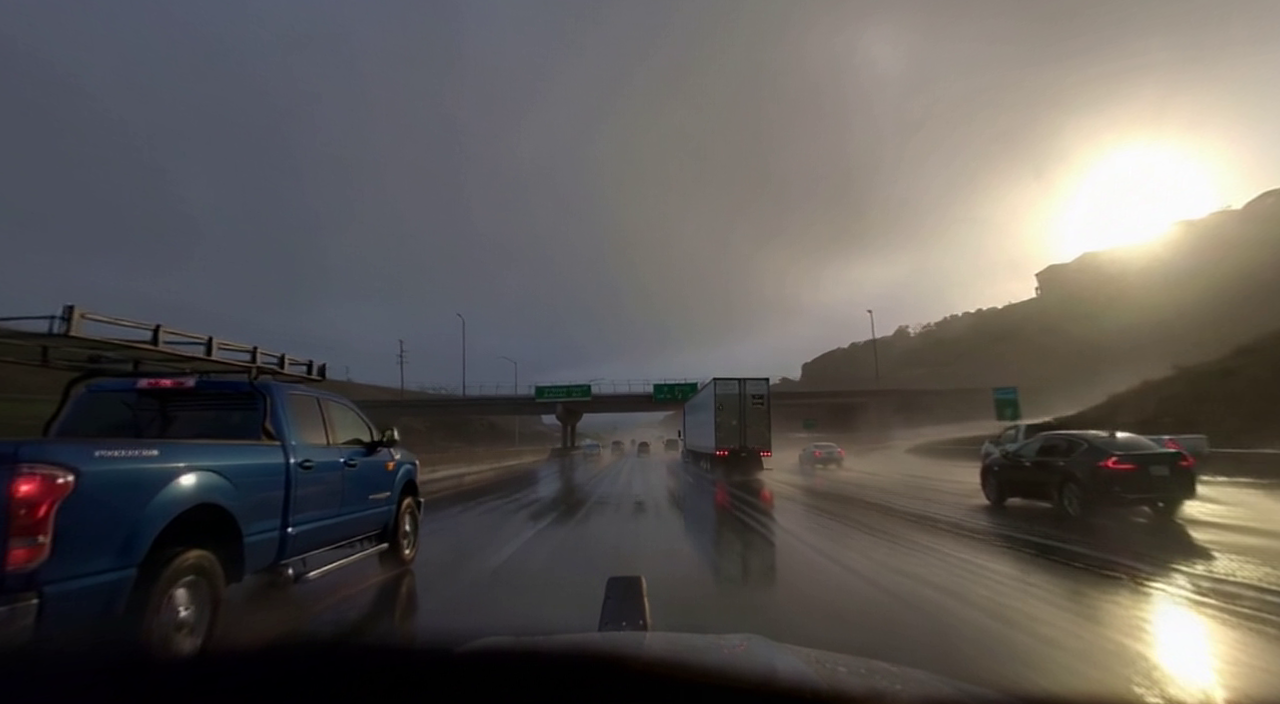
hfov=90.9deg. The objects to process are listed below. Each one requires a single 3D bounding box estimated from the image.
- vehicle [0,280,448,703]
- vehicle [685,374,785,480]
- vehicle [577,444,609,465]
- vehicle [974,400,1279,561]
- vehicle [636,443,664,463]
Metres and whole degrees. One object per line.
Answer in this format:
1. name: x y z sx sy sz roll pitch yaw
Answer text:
1. vehicle: -3.913 1.163 5.342 2.599 2.054 6.288 0 -8 0
2. vehicle: 4.081 3.807 30.687 2.885 4.036 12.891 0 -8 0
3. vehicle: -3.444 7.619 47.169 2.077 1.446 4.106 0 -8 0
4. vehicle: 7.125 1.714 9.122 1.999 1.700 4.640 0 -8 0
5. vehicle: 0.780 7.962 49.745 2.092 1.446 4.092 0 -8 0
